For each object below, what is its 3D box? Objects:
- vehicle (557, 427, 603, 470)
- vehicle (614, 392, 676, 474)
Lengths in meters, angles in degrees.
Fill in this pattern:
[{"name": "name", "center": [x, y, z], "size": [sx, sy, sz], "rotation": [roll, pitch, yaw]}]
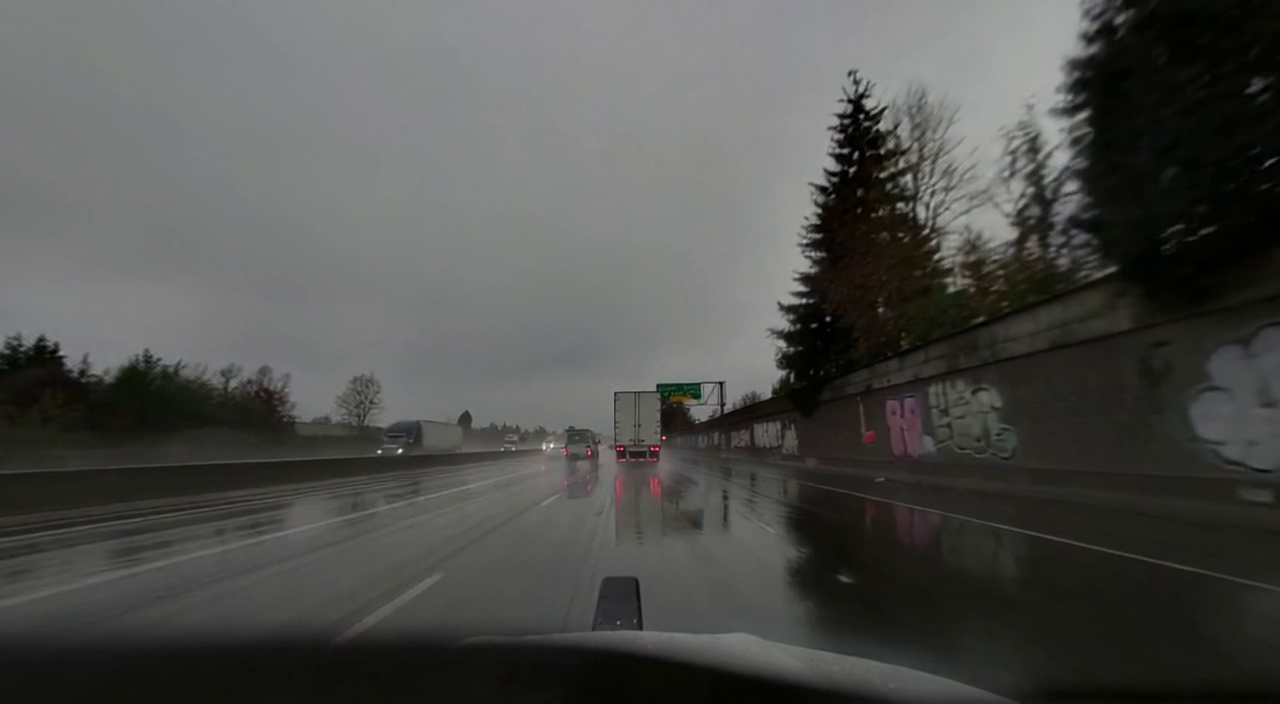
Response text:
[{"name": "vehicle", "center": [-3.538, 5.865, 38.006], "size": [2.278, 2.369, 5.249], "rotation": [0, -9, 0]}, {"name": "vehicle", "center": [0.161, 4.825, 36.420], "size": [3.042, 4.023, 10.832], "rotation": [0, -9, -1]}]
